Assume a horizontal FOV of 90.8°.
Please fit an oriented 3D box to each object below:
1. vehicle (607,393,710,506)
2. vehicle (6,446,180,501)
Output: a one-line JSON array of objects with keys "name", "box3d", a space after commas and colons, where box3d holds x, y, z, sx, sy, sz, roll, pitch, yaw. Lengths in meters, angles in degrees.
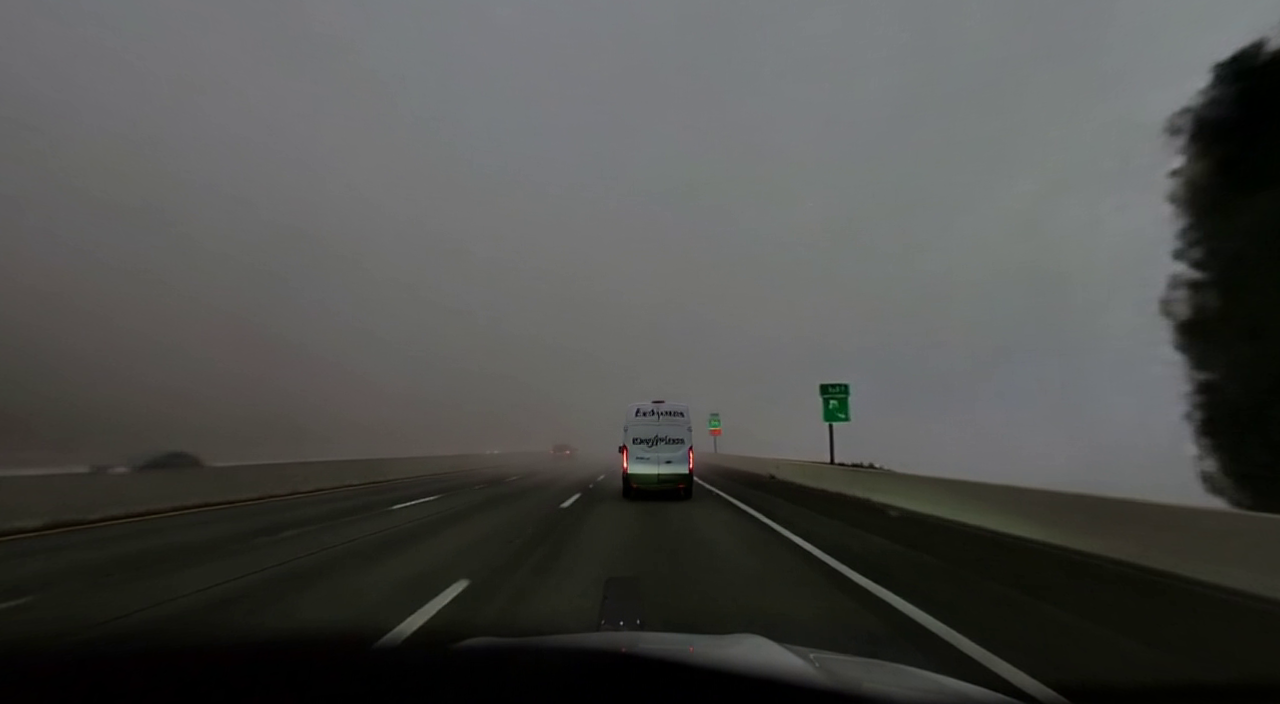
[{"name": "vehicle", "box3d": [0.337, 2.622, 17.124, 2.332, 2.558, 5.314, 0, -9, -2]}, {"name": "vehicle", "box3d": [-15.762, 3.488, 18.486, 1.651, 1.410, 3.840, 0, -9, 0]}]
